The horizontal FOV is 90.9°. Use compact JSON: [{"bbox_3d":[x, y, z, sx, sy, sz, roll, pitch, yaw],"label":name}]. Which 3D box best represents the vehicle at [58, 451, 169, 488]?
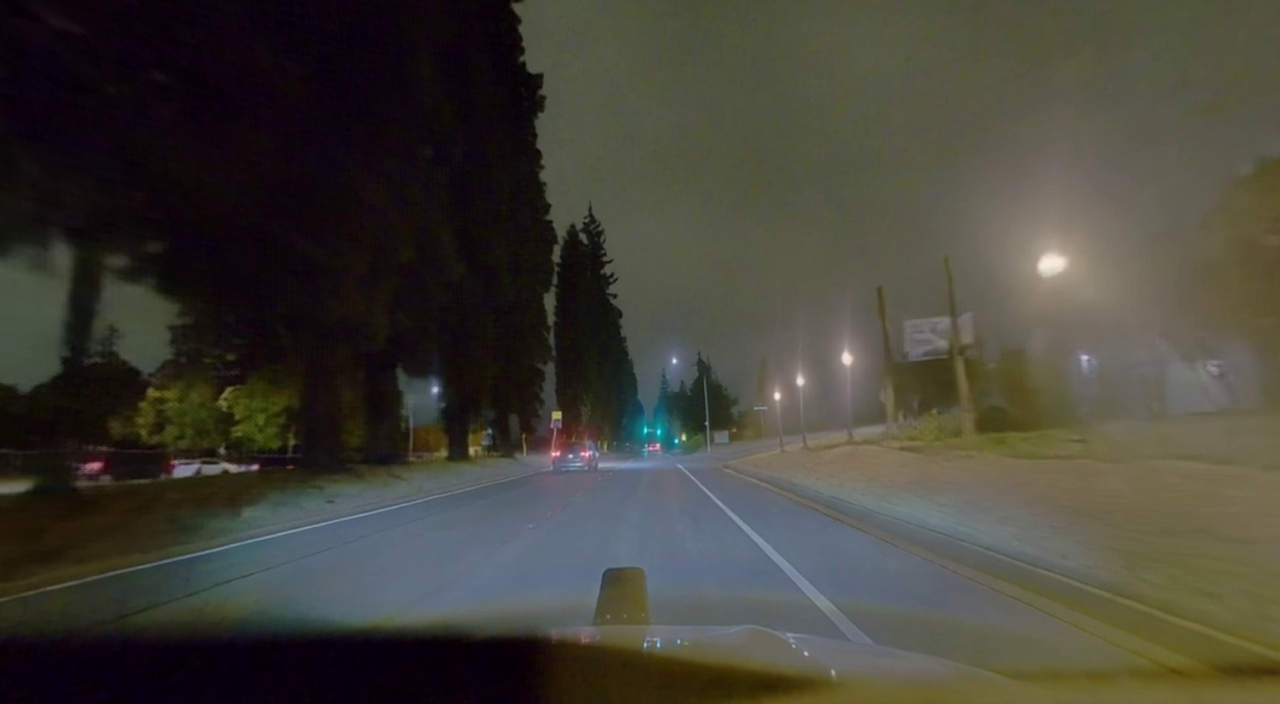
[{"bbox_3d":[-29.123,6.460,35.095,1.968,1.821,4.810,-1,-9,1],"label":"vehicle"}]

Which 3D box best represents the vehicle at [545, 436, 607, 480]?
[{"bbox_3d":[-2.632,4.501,27.058,2.016,1.694,4.335,0,-9,2],"label":"vehicle"}]

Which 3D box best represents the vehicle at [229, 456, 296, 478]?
[{"bbox_3d":[-28.457,8.631,47.703,1.866,1.479,4.731,0,-9,3],"label":"vehicle"}]

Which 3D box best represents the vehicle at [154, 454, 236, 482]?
[{"bbox_3d":[-29.019,7.555,41.308,1.845,1.513,4.993,-6,-9,0],"label":"vehicle"}]
